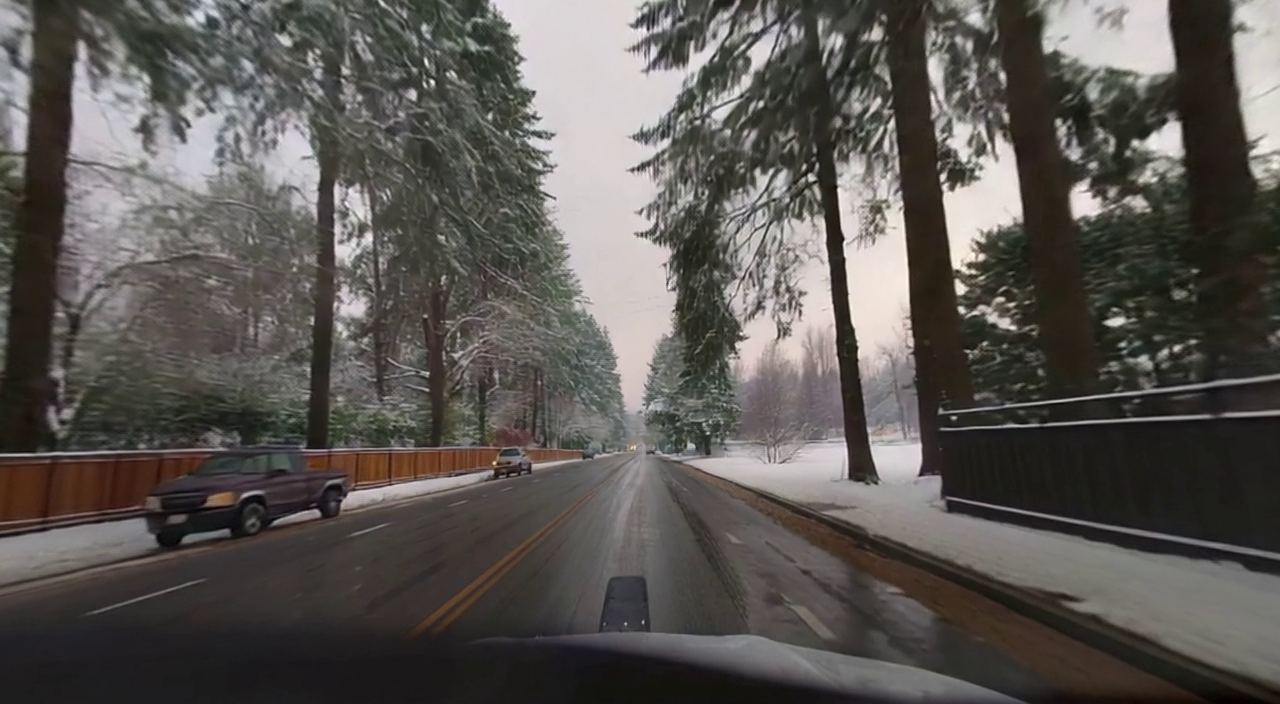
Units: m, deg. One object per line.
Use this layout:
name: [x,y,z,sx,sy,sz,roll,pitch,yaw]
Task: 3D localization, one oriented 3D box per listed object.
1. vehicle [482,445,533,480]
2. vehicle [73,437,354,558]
vehicle: [-7.537,6.280,36.188,1.945,1.760,4.021,-3,-8,2]
vehicle: [-7.477,2.507,11.807,1.999,1.714,4.517,-3,-8,3]
